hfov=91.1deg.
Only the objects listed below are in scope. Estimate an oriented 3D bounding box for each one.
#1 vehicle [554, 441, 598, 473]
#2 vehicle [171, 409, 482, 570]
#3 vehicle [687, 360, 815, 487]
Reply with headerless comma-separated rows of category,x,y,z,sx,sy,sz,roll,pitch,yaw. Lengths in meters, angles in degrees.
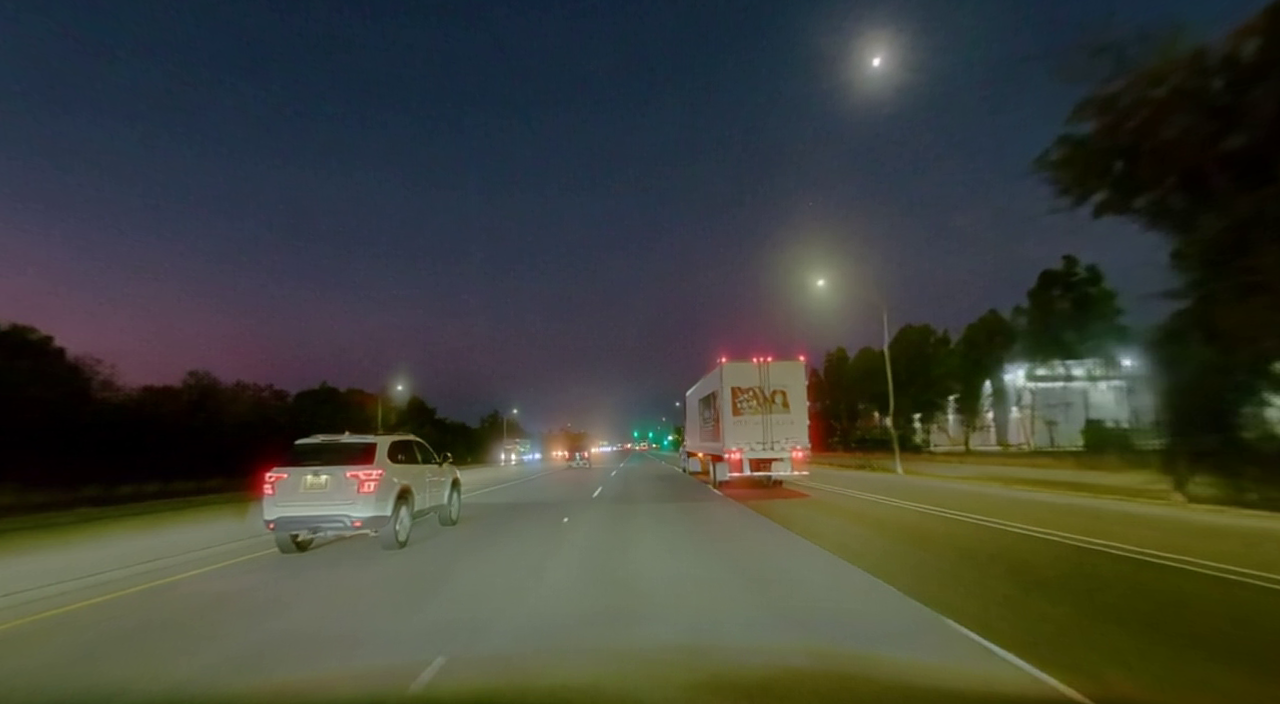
vehicle,-3.656,6.131,36.795,2.139,1.716,4.530,0,-9,0
vehicle,-4.079,1.893,9.371,2.202,1.760,4.617,0,-9,0
vehicle,4.208,3.439,28.018,2.998,4.236,13.886,0,-9,-1
